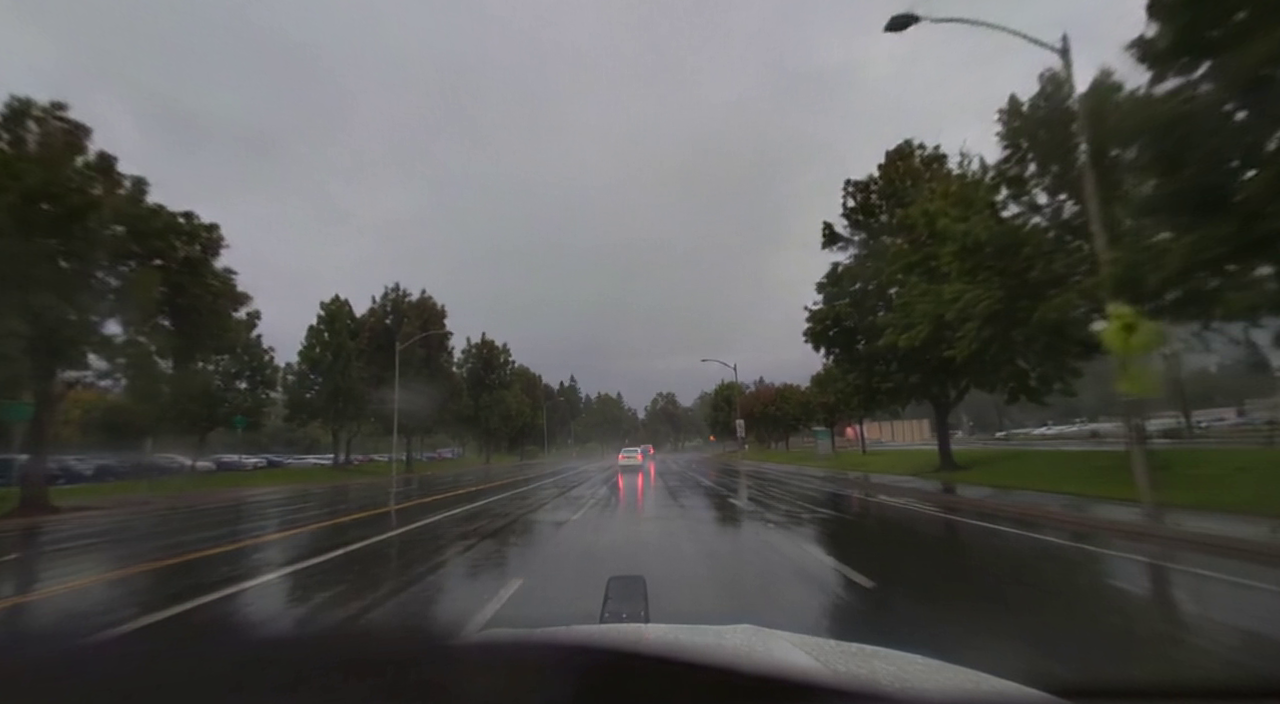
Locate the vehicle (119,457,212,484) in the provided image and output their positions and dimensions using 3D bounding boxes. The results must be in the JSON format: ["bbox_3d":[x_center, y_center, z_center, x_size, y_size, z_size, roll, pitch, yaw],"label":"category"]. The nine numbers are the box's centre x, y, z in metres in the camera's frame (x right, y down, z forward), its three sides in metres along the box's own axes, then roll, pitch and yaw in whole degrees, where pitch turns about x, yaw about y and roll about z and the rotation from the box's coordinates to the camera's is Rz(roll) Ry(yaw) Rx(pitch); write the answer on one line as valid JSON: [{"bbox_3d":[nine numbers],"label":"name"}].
[{"bbox_3d":[-30.208,7.539,40.248,4.392,1.602,1.860,-1,-8,1],"label":"vehicle"}]

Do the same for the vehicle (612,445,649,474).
[{"bbox_3d":[-0.544,6.105,36.157,1.978,1.499,3.915,-1,-8,-1],"label":"vehicle"}]

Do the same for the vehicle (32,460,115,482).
[{"bbox_3d":[-42.856,9.009,47.798,4.308,1.521,2.025,-1,-8,0],"label":"vehicle"}]
